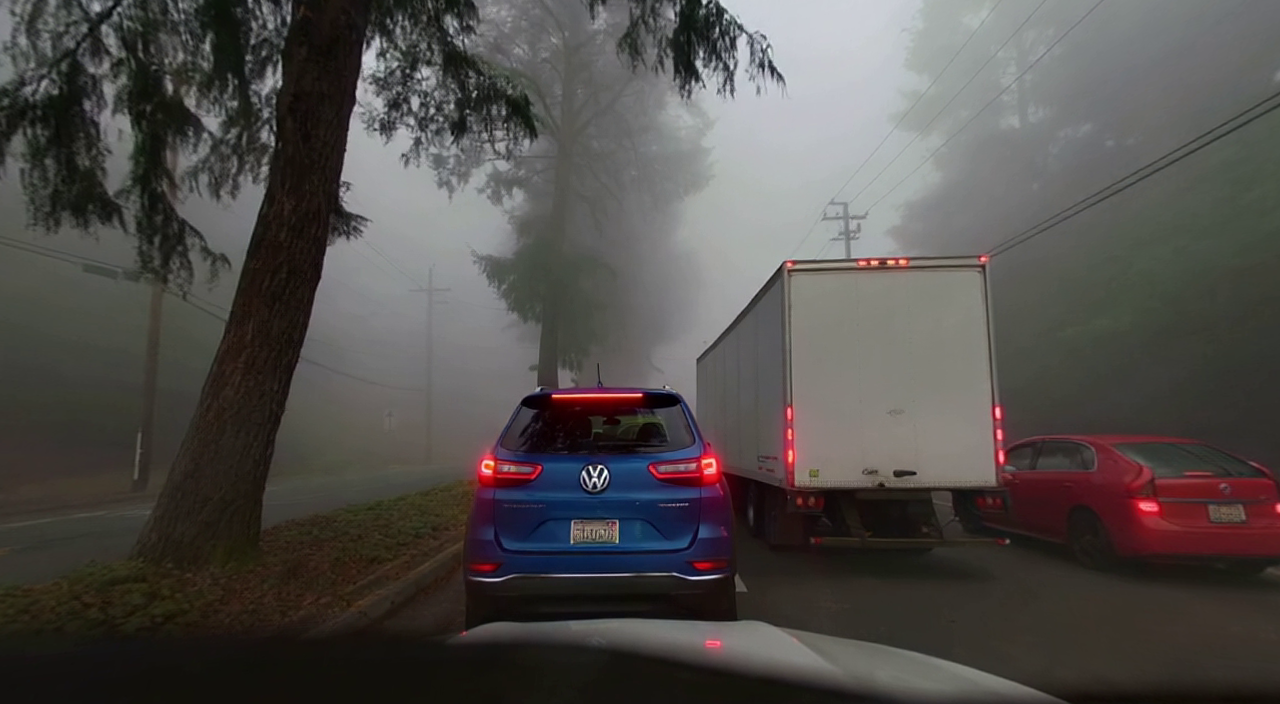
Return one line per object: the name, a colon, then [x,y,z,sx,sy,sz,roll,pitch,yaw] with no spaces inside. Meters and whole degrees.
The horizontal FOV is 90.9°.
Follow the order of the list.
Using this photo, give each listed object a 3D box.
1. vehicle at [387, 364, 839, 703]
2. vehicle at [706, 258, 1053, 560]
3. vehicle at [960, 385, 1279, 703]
vehicle: [-0.121,1.230,5.143,2.114,1.732,4.230,0,-8,0]
vehicle: [3.233,1.256,11.840,2.915,3.559,8.848,0,-8,-1]
vehicle: [2.828,0.751,1.196,1.971,1.484,4.728,0,-8,0]
